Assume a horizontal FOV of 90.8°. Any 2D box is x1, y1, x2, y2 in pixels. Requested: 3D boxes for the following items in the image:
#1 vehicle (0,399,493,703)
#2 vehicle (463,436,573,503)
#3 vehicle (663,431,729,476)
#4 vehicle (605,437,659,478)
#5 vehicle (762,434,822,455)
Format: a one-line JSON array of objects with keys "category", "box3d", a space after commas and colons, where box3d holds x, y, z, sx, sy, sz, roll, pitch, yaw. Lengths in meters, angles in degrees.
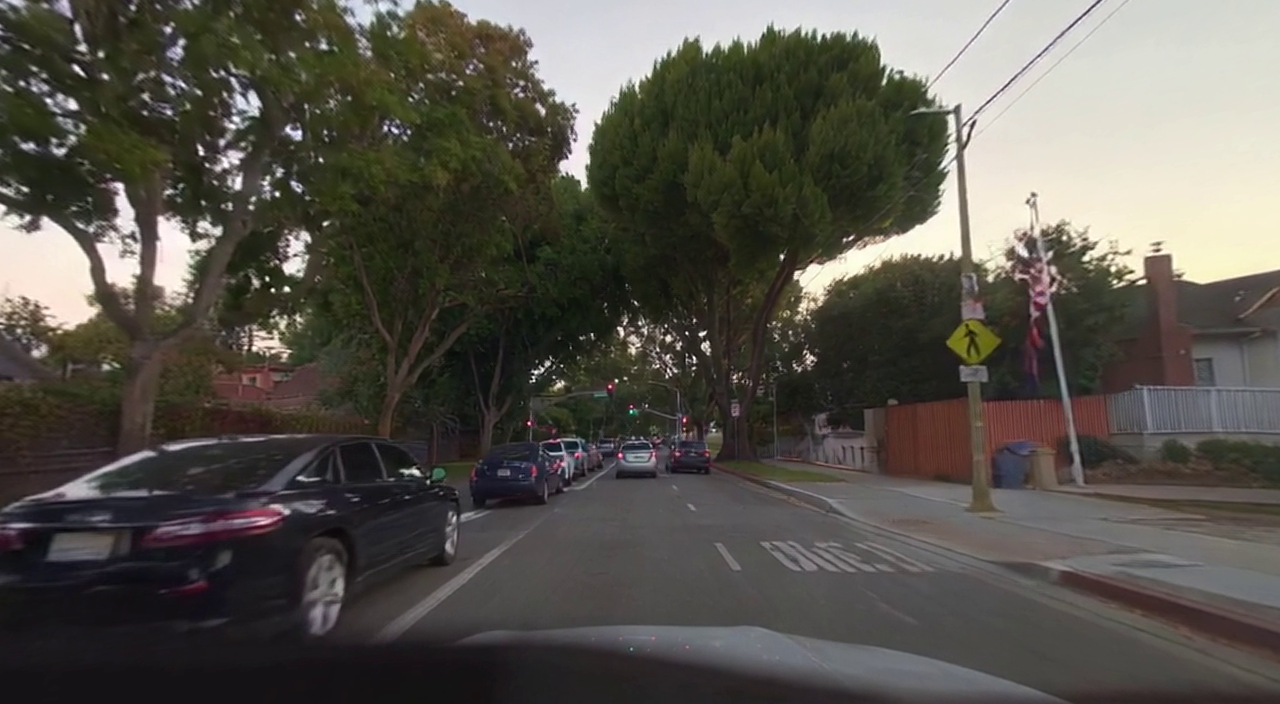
[{"category": "vehicle", "box3d": [-2.693, 1.270, 4.738, 2.081, 1.488, 4.566, 0, -9, 0]}, {"category": "vehicle", "box3d": [-2.990, 2.990, 16.592, 1.897, 1.484, 4.716, 0, -9, 1]}, {"category": "vehicle", "box3d": [2.240, 4.273, 26.774, 2.258, 1.682, 4.635, 0, -8, -1]}, {"category": "vehicle", "box3d": [-0.339, 4.068, 24.537, 1.927, 1.453, 3.848, 0, -8, -1]}, {"category": "vehicle", "box3d": [10.994, 6.735, 45.888, 3.883, 1.496, 1.779, 0, -8, -1]}]
